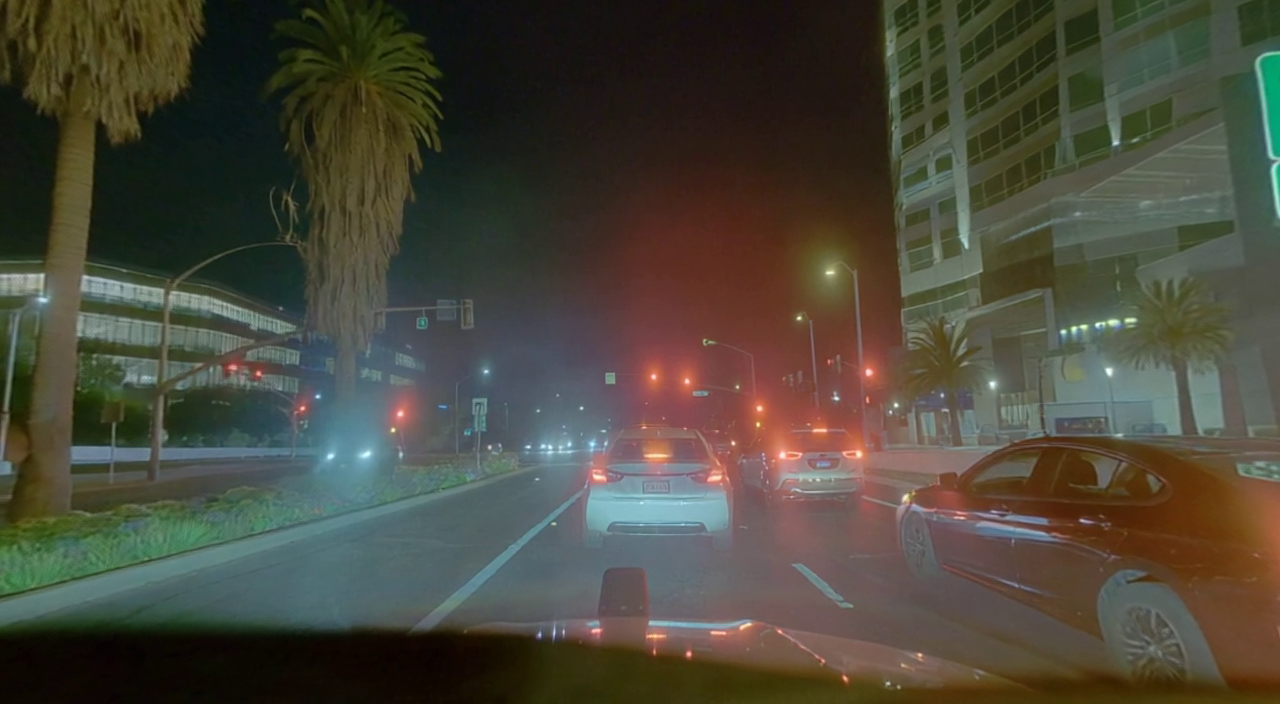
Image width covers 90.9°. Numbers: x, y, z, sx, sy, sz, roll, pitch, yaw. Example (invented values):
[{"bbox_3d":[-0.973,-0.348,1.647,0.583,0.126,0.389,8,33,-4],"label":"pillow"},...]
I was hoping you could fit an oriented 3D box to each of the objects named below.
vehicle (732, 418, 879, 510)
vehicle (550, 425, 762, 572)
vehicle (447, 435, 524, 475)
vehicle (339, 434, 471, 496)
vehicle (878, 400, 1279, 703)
[{"bbox_3d":[3.495,2.464,14.302,2.169,1.751,4.276,0,-8,0],"label":"vehicle"},{"bbox_3d":[0.182,1.787,8.464,2.140,1.474,4.026,0,-8,1],"label":"vehicle"},{"bbox_3d":[-6.042,4.094,25.221,1.822,1.456,4.396,-1,-8,2],"label":"vehicle"},{"bbox_3d":[-6.253,3.047,17.357,1.900,1.487,4.165,0,-8,2],"label":"vehicle"},{"bbox_3d":[3.538,1.228,4.465,1.910,1.490,4.661,0,-8,1],"label":"vehicle"}]
